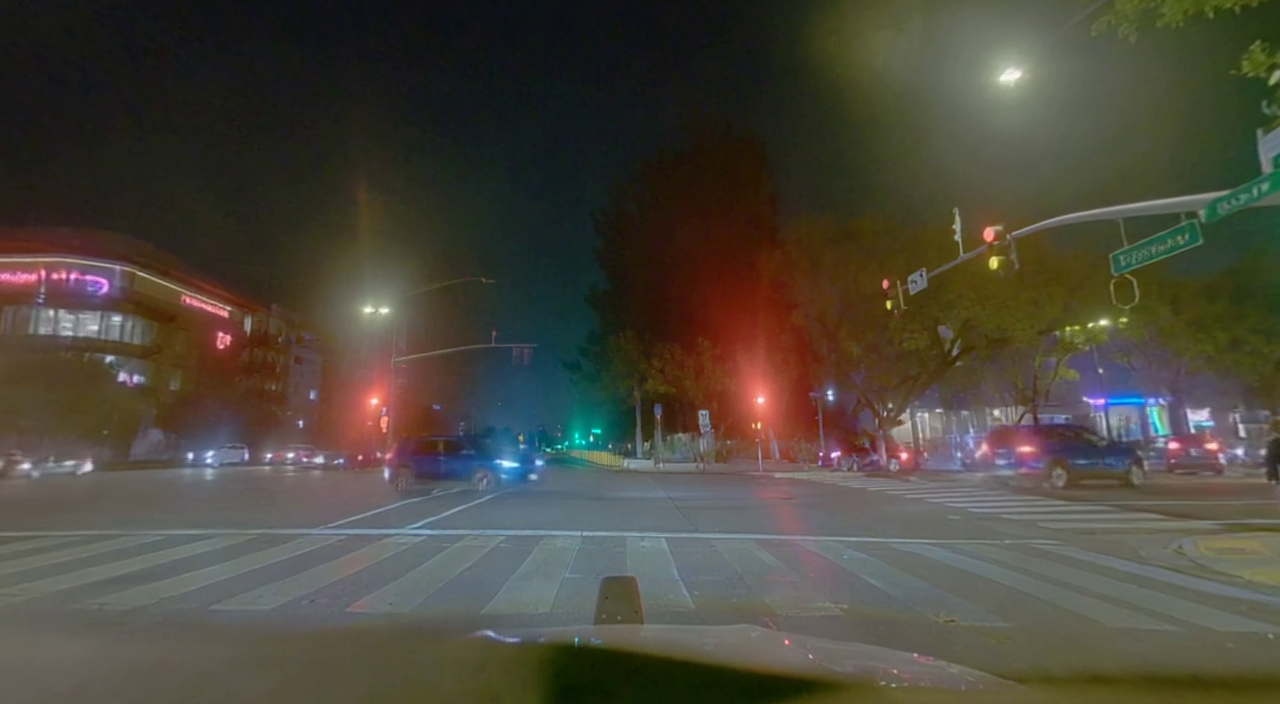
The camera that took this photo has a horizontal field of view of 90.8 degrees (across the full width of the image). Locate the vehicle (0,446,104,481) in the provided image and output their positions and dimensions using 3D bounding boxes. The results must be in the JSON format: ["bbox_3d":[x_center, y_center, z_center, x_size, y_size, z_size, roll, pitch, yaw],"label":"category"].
[{"bbox_3d":[-27.242,5.006,28.663,2.027,1.435,4.448,0,-8,-3],"label":"vehicle"}]

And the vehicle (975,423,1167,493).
[{"bbox_3d":[12.425,3.032,18.324,4.509,1.821,2.066,2,-9,-16],"label":"vehicle"}]

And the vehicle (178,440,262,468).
[{"bbox_3d":[-31.556,7.650,47.738,2.456,1.961,5.978,0,-8,-3],"label":"vehicle"}]

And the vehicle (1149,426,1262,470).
[{"bbox_3d":[25.395,4.346,28.694,2.457,1.777,6.196,-5,-10,29],"label":"vehicle"}]

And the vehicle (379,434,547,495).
[{"bbox_3d":[-5.070,3.174,18.143,4.312,1.540,2.007,-4,-9,25],"label":"vehicle"}]

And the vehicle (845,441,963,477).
[{"bbox_3d":[11.459,4.623,27.535,4.317,1.491,1.896,2,-9,-11],"label":"vehicle"}]
